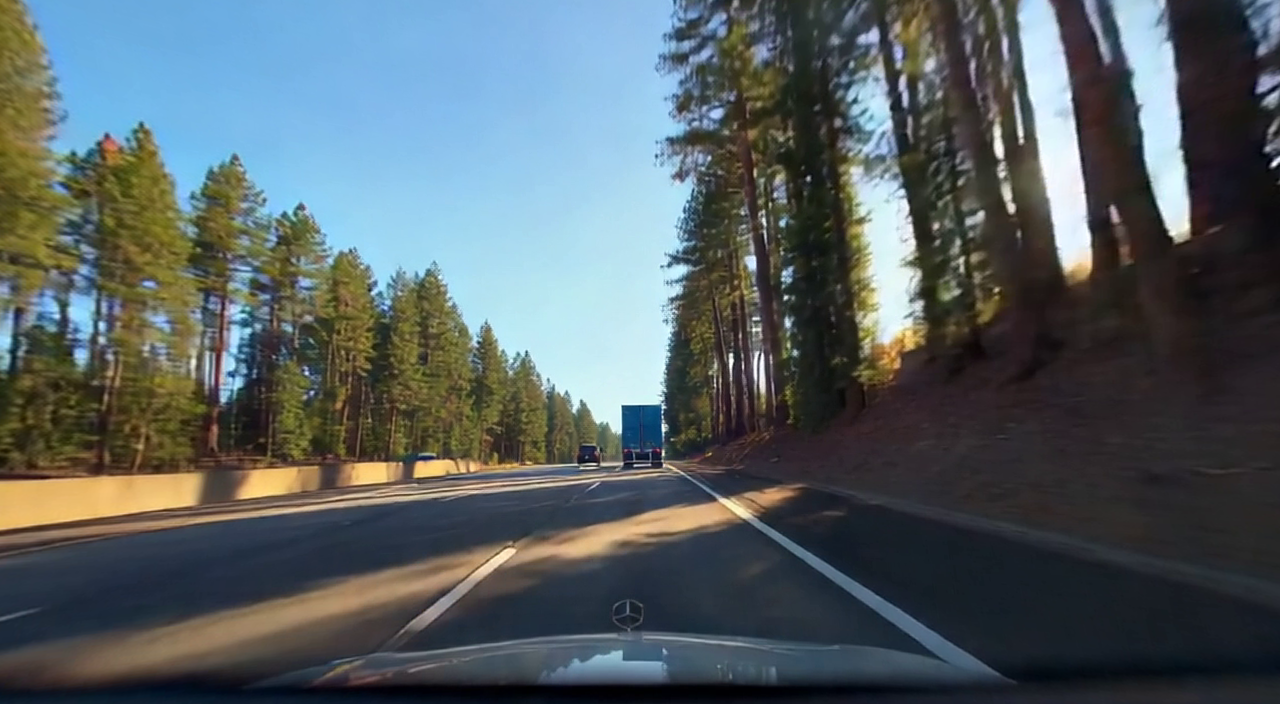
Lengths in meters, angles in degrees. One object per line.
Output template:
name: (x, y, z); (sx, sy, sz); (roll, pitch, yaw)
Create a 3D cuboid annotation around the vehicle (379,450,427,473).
vehicle: (-16.587, 7.637, 44.346); (1.799, 1.500, 4.126); (0, -9, 0)

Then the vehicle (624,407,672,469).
vehicle: (0.508, 6.723, 49.150); (3.320, 4.173, 11.889); (0, -8, 0)

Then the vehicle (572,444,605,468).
vehicle: (-3.867, 7.850, 47.749); (2.092, 1.702, 4.297); (0, -8, 0)
